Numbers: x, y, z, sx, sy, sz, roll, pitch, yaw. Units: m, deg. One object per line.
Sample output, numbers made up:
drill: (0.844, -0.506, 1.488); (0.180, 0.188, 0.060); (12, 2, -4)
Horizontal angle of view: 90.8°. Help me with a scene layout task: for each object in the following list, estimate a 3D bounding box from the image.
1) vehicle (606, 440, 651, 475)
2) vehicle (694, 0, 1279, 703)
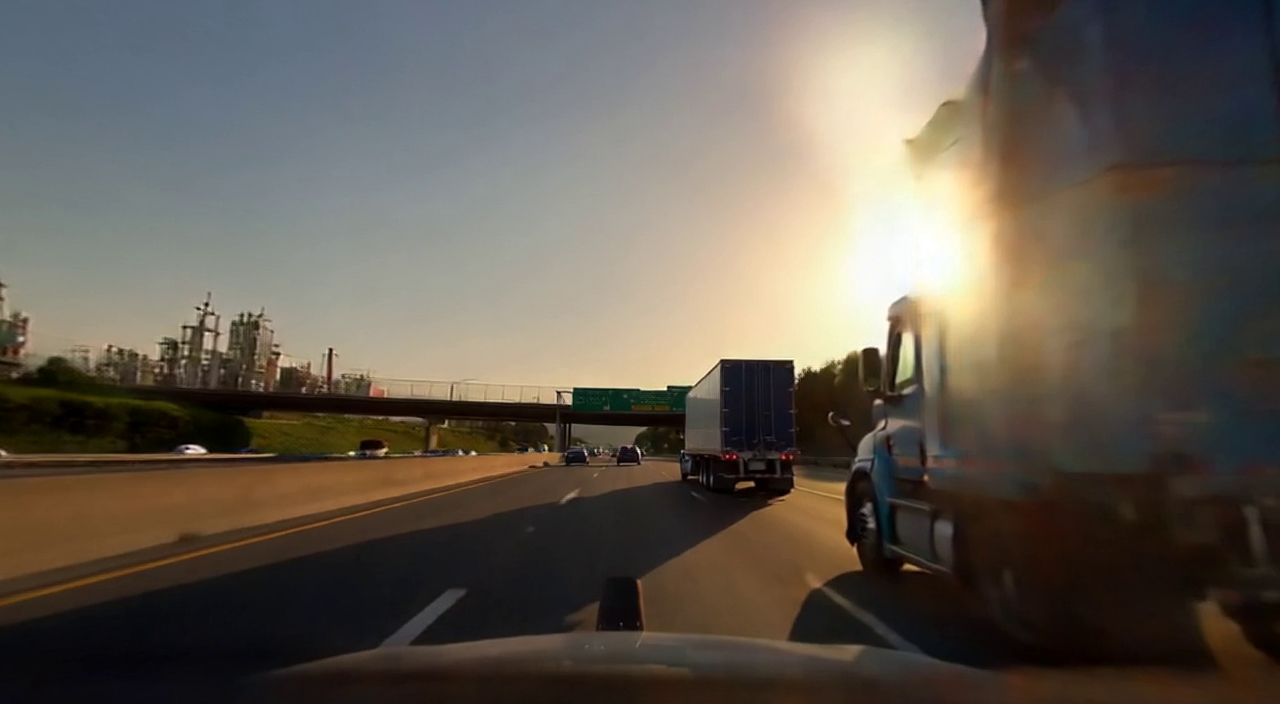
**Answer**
vehicle: (-0.609, 5.544, 33.275); (2.191, 1.685, 4.015); (0, -9, -1)
vehicle: (3.304, 0.838, 10.726); (2.996, 4.123, 15.965); (0, -9, -1)
